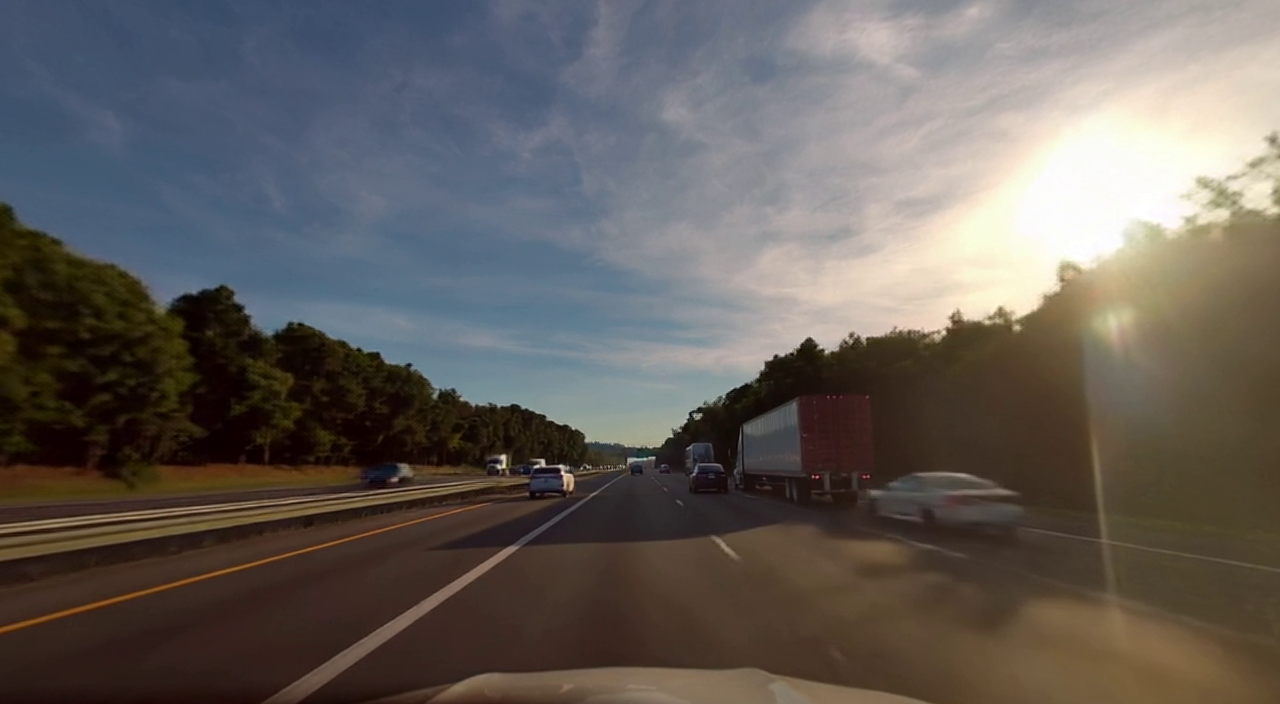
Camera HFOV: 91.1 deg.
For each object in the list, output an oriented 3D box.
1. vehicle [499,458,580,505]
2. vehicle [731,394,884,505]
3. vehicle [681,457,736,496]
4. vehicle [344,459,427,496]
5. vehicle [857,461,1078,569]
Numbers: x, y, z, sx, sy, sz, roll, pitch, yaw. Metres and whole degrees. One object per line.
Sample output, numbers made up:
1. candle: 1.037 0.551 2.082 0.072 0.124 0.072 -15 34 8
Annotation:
1. vehicle: -3.526 4.662 22.911 2.065 1.485 4.682 1 -10 1
2. vehicle: 7.484 5.176 32.160 2.861 4.086 17.499 1 -10 -1
3. vehicle: 3.220 6.011 30.477 2.050 1.708 4.457 1 -10 -1
4. vehicle: -11.319 5.623 28.319 1.891 1.454 4.435 1 -10 0
5. vehicle: 5.262 2.642 10.749 1.672 1.475 3.733 1 -11 -2
